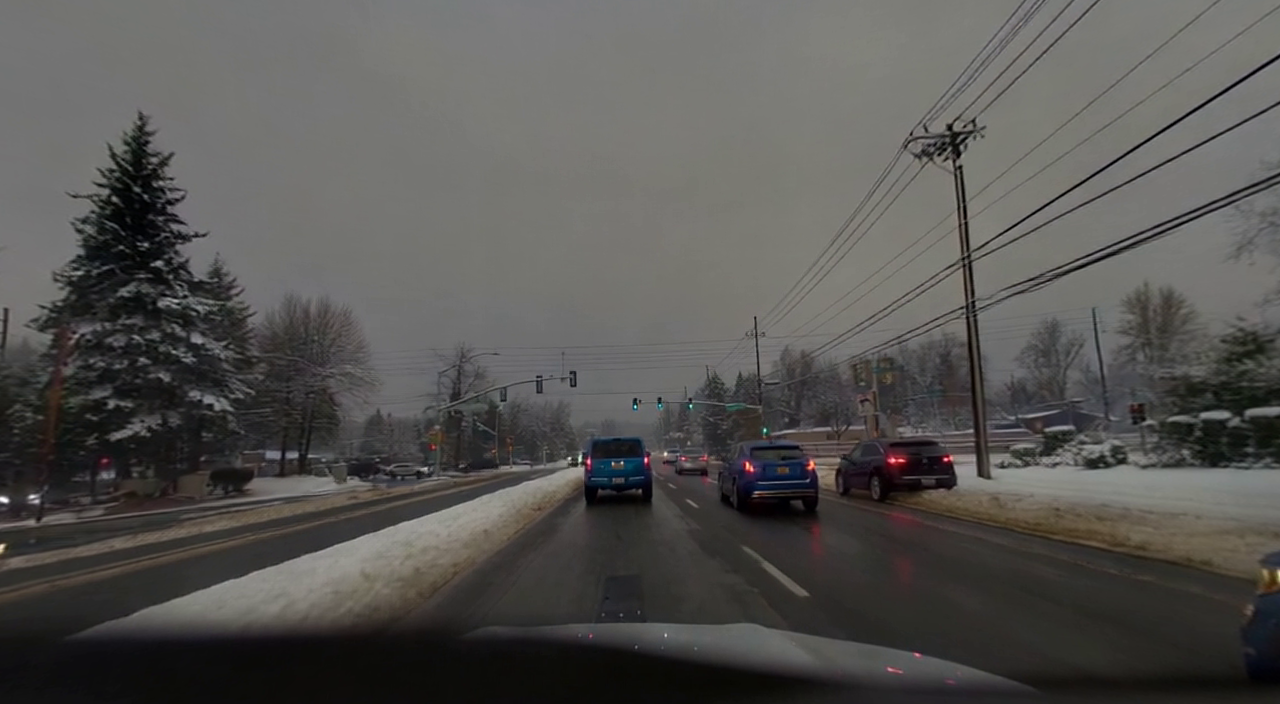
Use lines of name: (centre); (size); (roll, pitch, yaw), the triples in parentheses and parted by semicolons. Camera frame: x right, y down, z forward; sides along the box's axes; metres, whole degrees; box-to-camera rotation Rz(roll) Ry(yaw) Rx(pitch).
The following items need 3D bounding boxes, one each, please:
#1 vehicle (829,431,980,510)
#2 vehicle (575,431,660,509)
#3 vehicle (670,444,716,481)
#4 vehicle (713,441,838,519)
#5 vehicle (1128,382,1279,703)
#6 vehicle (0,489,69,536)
vehicle: (6.648, 3.010, 16.504); (1.929, 1.753, 4.396); (0, -8, -1)
vehicle: (-0.661, 3.428, 18.837); (2.231, 1.998, 4.254); (0, -8, -2)
vehicle: (2.684, 5.734, 33.164); (1.915, 1.765, 4.047); (0, -8, -2)
vehicle: (3.059, 2.963, 15.277); (1.880, 1.579, 4.401); (0, -8, -2)
vehicle: (3.235, 0.637, 0.679); (1.889, 1.517, 4.308); (0, -8, -1)
vehicle: (-26.969, 6.930, 27.070); (4.526, 1.715, 1.989); (-10, -12, 25)
